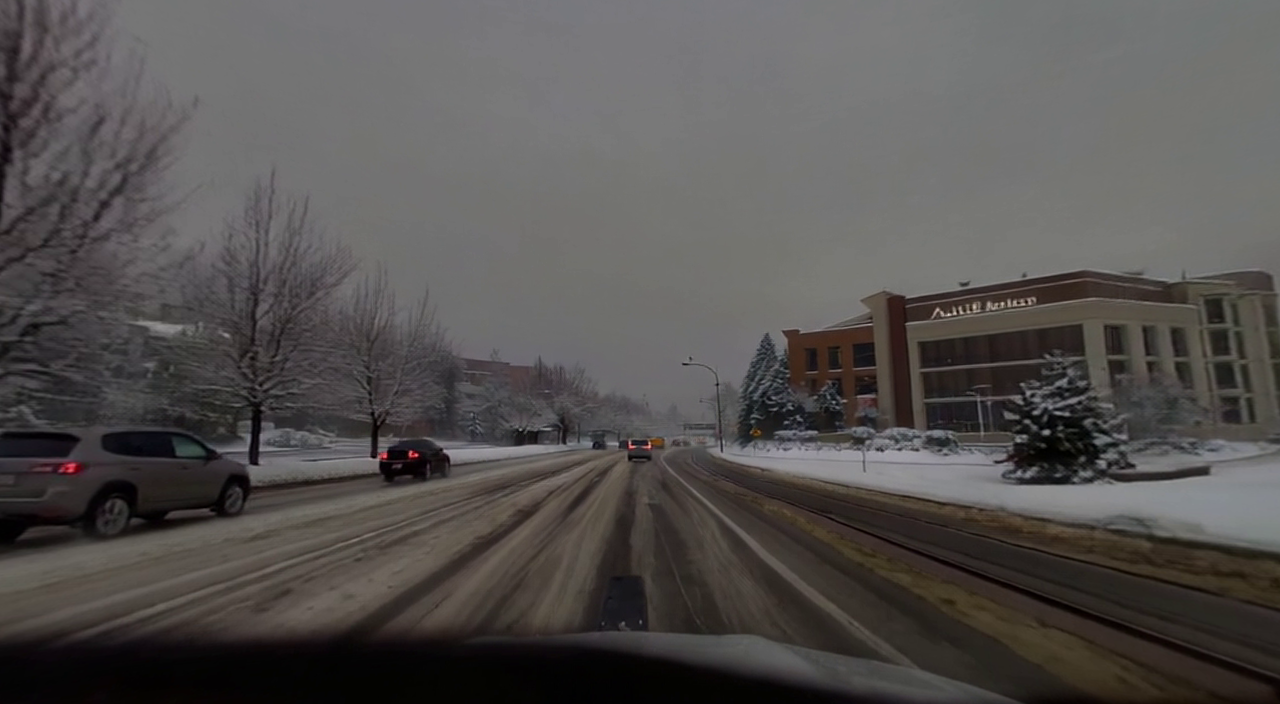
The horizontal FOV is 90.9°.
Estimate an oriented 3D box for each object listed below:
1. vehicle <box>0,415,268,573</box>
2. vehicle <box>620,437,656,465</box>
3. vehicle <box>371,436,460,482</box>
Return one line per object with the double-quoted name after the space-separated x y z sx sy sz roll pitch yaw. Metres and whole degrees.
-8.023 1.909 9.335 2.181 1.728 4.515 0 -8 1 "vehicle"
-0.083 6.826 43.633 2.345 1.803 4.261 0 -8 1 "vehicle"
-9.434 4.521 26.978 2.097 1.782 4.682 0 -8 -1 "vehicle"
